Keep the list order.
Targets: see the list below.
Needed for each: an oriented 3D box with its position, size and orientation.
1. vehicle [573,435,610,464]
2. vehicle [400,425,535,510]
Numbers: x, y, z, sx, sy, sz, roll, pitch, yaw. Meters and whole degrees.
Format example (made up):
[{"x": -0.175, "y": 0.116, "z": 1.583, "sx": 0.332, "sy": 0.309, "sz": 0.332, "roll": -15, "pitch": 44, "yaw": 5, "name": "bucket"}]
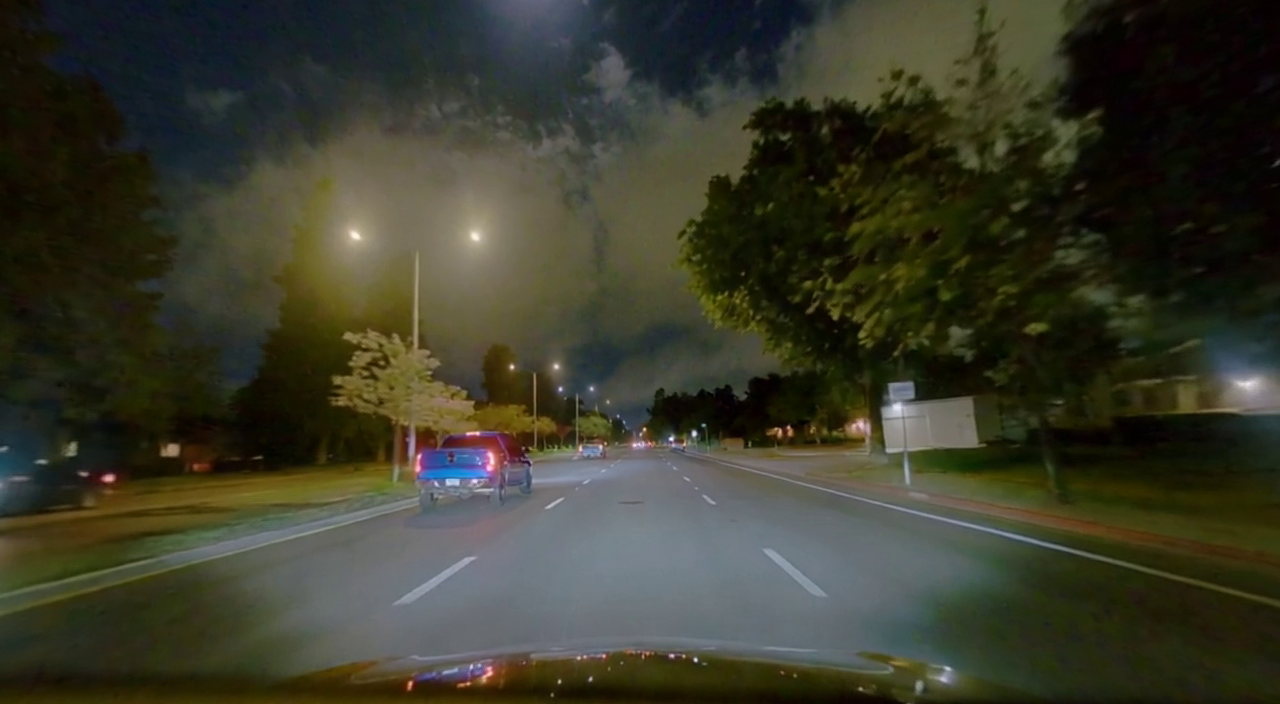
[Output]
[{"x": -3.480, "y": 7.075, "z": 45.905, "sx": 2.230, "sy": 1.987, "sz": 4.385, "roll": -1, "pitch": -8, "yaw": 1, "name": "vehicle"}, {"x": -4.036, "y": 2.788, "z": 15.685, "sx": 2.002, "sy": 1.747, "sz": 4.728, "roll": 0, "pitch": -8, "yaw": 0, "name": "vehicle"}]
